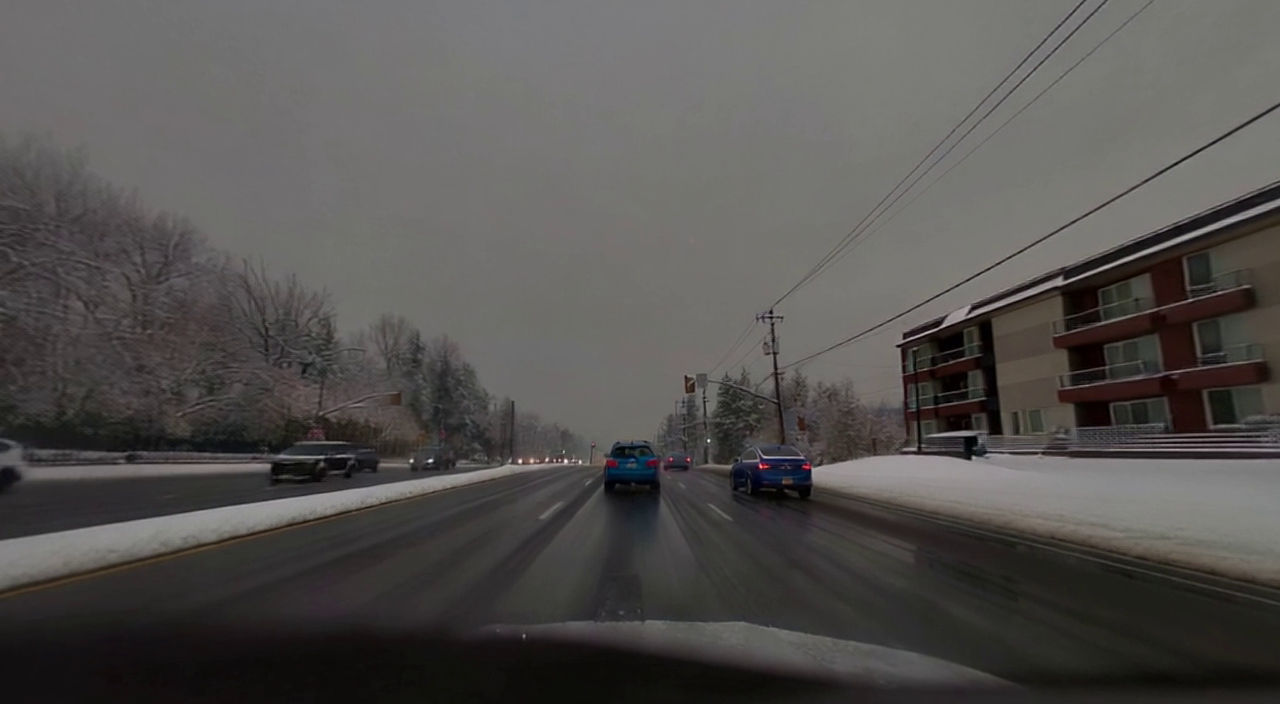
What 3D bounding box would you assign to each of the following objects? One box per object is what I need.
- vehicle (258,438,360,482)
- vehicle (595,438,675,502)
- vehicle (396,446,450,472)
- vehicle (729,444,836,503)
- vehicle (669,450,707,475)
[{"bbox_3d":[-14.212,4.653,27.486,2.064,1.745,4.495,0,-9,-1],"label":"vehicle"},{"bbox_3d":[-0.178,3.350,18.355,2.073,1.606,3.933,0,-8,-1],"label":"vehicle"},{"bbox_3d":[-14.443,7.132,42.315,2.064,1.676,4.332,0,-9,1],"label":"vehicle"},{"bbox_3d":[4.104,3.566,19.003,2.086,1.534,4.351,0,-9,-1],"label":"vehicle"},{"bbox_3d":[3.081,7.201,41.316,2.054,1.461,4.321,0,-8,-1],"label":"vehicle"}]
